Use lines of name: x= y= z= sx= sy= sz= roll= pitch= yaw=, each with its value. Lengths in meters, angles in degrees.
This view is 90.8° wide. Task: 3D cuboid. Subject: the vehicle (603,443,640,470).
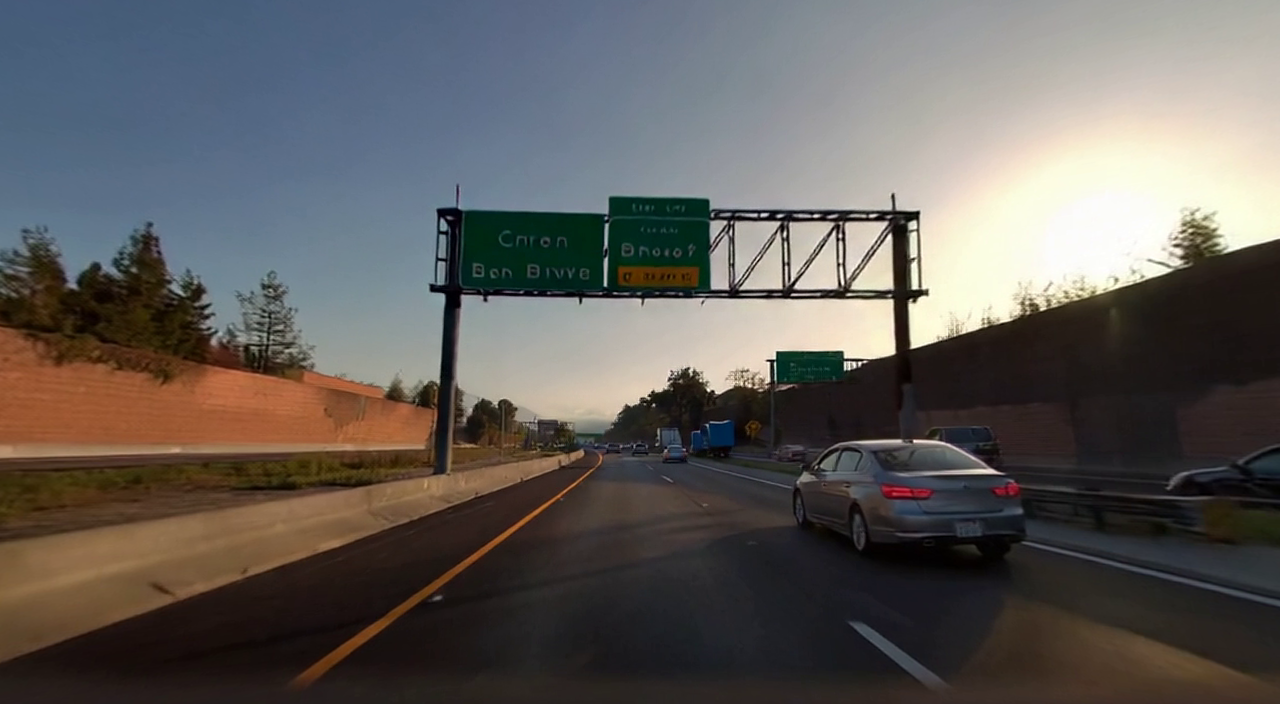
vehicle: x=-1.140 y=6.188 z=37.608 sx=2.083 sy=1.477 sz=3.965 roll=0 pitch=-9 yaw=-3

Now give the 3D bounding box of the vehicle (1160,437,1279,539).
vehicle: x=10.261 y=1.922 z=8.836 sx=1.980 sy=1.473 sz=4.618 roll=0 pitch=-9 yaw=-1

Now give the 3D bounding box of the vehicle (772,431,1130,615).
vehicle: x=2.966 y=1.696 z=7.258 sx=1.922 sy=1.465 sz=4.165 roll=0 pitch=-9 yaw=-1

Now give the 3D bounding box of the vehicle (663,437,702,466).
vehicle: x=2.908 y=6.966 z=44.306 sx=2.114 sy=1.849 sz=4.692 roll=0 pitch=-9 yaw=-3
